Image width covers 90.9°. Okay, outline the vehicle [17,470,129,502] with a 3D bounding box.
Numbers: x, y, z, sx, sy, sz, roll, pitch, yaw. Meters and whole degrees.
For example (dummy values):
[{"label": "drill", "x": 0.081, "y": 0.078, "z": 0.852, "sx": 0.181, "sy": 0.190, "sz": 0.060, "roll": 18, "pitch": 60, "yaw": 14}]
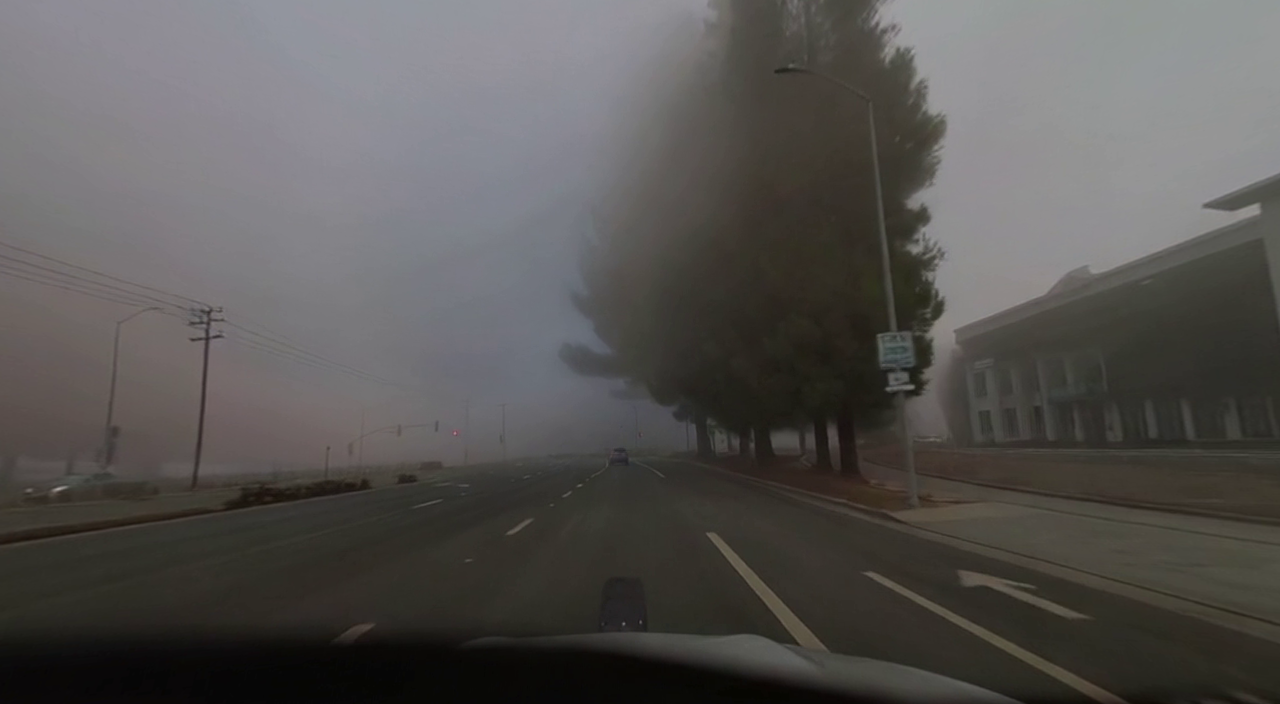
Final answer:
[{"label": "vehicle", "x": -32.299, "y": 7.648, "z": 36.151, "sx": 2.013, "sy": 1.496, "sz": 4.799, "roll": 0, "pitch": -9, "yaw": 0}]
